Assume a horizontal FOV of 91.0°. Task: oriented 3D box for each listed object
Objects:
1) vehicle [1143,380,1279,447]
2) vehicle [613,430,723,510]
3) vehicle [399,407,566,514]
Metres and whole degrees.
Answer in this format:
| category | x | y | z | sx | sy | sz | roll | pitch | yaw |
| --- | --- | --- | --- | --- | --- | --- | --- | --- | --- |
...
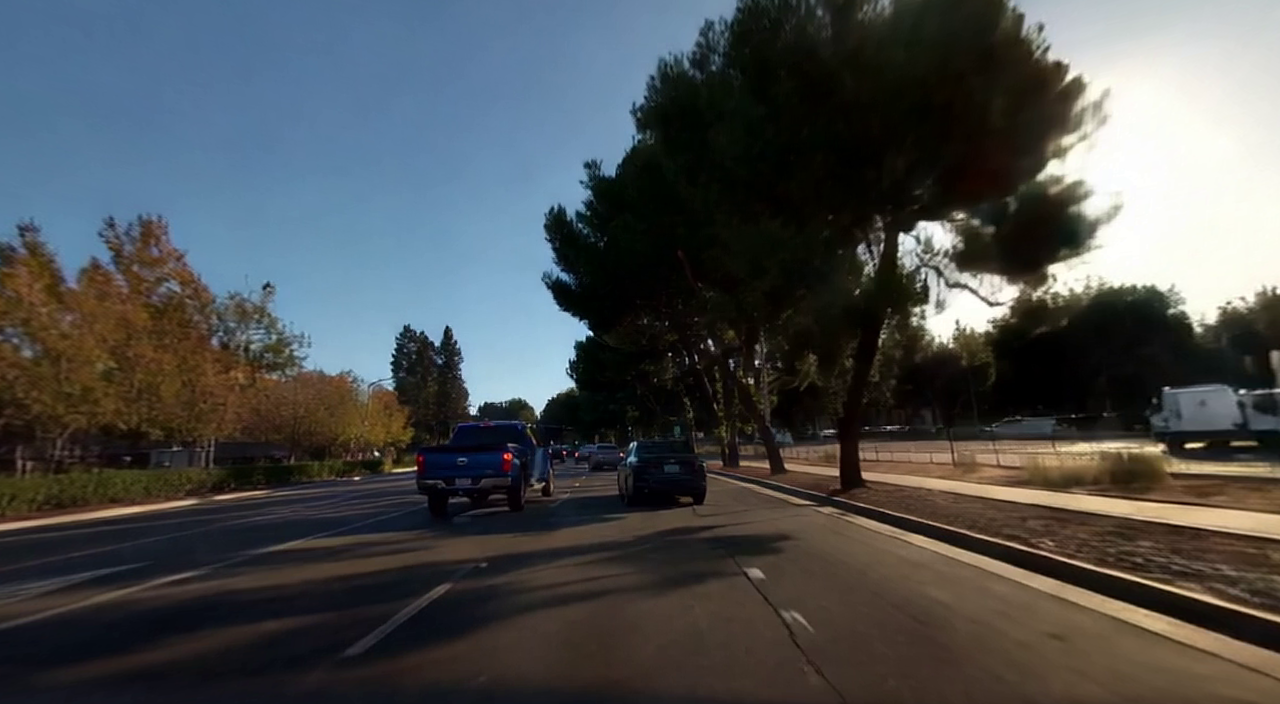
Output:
| category | x | y | z | sx | sy | sz | roll | pitch | yaw |
| --- | --- | --- | --- | --- | --- | --- | --- | --- | --- |
| vehicle | 22.926 | 2.349 | 23.466 | 6.027 | 2.377 | 2.245 | -5 | -10 | 27 |
| vehicle | 0.468 | 2.624 | 14.424 | 2.142 | 1.528 | 4.133 | 0 | -9 | -2 |
| vehicle | -3.305 | 2.472 | 14.779 | 2.512 | 1.992 | 5.725 | 0 | -9 | -1 |
